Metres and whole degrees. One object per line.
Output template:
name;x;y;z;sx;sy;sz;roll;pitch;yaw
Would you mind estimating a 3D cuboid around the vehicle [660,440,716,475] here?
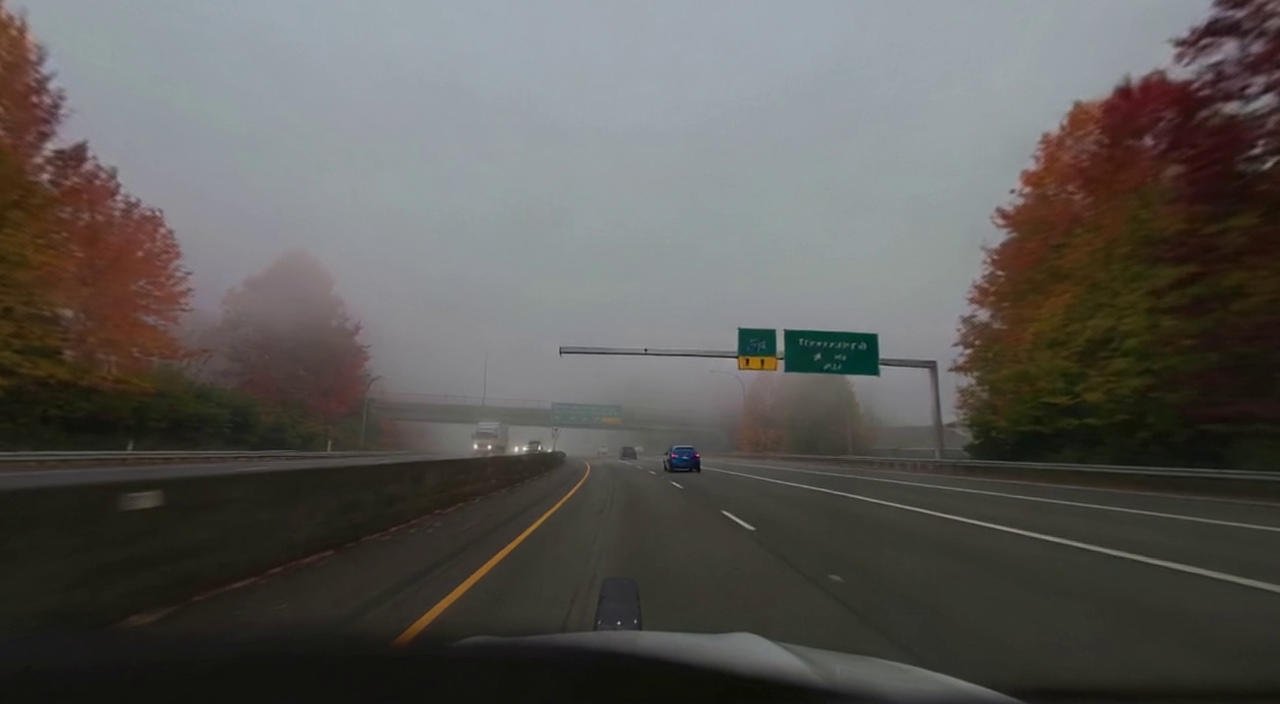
vehicle;2.318;5.262;31.409;2.337;1.633;4.222;0;-9;-2
